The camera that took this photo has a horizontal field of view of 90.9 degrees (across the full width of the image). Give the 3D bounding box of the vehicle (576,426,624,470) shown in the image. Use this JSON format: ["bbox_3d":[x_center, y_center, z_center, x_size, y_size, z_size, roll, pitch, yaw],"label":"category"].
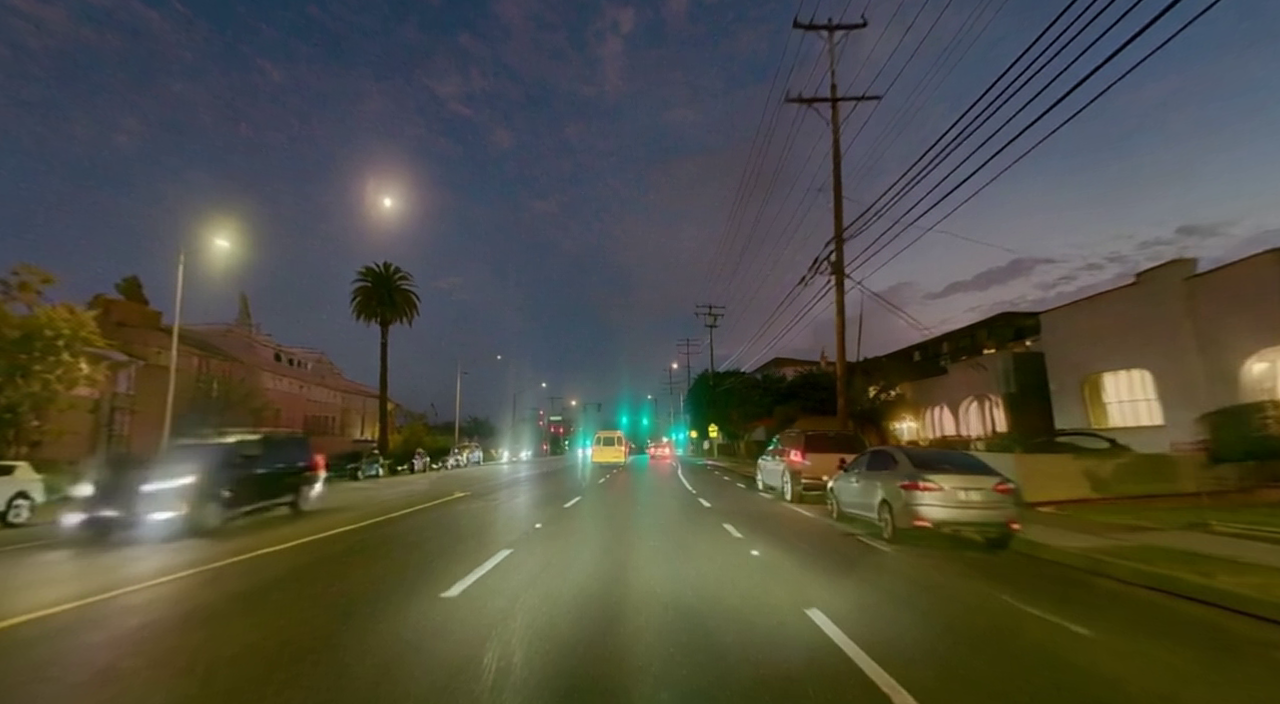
[{"bbox_3d":[-1.937,4.844,31.972,2.168,2.040,4.527,0,-8,-1],"label":"vehicle"}]

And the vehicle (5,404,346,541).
[{"bbox_3d":[-8.586,2.296,12.743,2.653,1.964,5.699,-3,-8,-1],"label":"vehicle"}]

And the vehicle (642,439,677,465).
[{"bbox_3d":[1.175,6.141,38.956,2.063,1.495,3.849,0,-8,2],"label":"vehicle"}]

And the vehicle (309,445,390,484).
[{"bbox_3d":[-15.291,5.904,33.495,1.993,1.639,5.065,-6,-8,-1],"label":"vehicle"}]

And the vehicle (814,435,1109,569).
[{"bbox_3d":[4.215,1.999,9.378,1.838,1.458,4.750,0,-8,-1],"label":"vehicle"}]

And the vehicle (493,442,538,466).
[{"bbox_3d":[-8.509,6.952,43.352,2.096,1.552,4.714,0,-8,0],"label":"vehicle"}]

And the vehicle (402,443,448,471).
[{"bbox_3d":[-15.280,7.458,44.986,1.888,1.766,4.127,-5,-8,-1],"label":"vehicle"}]
